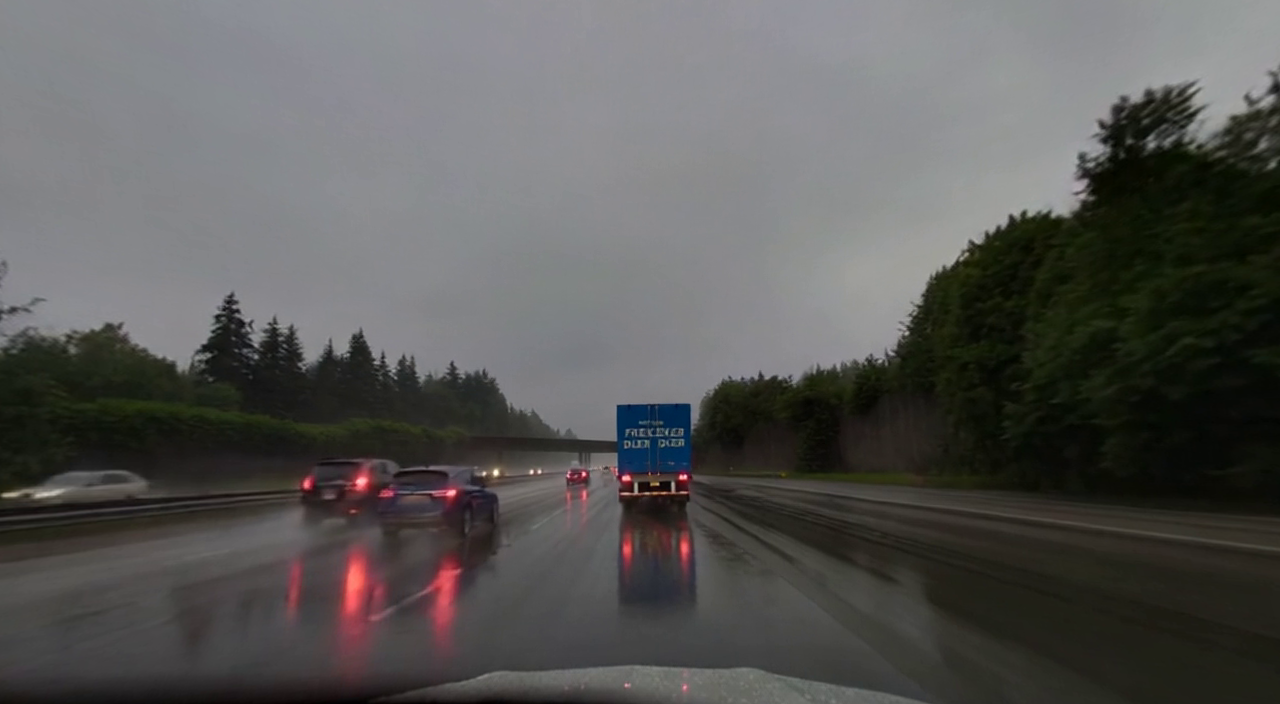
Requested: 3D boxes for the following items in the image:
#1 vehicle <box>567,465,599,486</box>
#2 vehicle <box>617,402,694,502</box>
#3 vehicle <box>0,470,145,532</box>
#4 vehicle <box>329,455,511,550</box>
[{"bbox_3d":[-4.355,9.544,48.920,2.060,1.535,4.109,1,-10,0],"label":"vehicle"},{"bbox_3d":[0.505,4.717,29.137,2.980,3.834,9.423,1,-10,-1],"label":"vehicle"},{"bbox_3d":[-16.111,4.045,17.496,1.762,1.459,3.631,1,-10,-2],"label":"vehicle"},{"bbox_3d":[-4.096,2.898,12.728,1.978,1.516,4.617,1,-10,0],"label":"vehicle"}]
